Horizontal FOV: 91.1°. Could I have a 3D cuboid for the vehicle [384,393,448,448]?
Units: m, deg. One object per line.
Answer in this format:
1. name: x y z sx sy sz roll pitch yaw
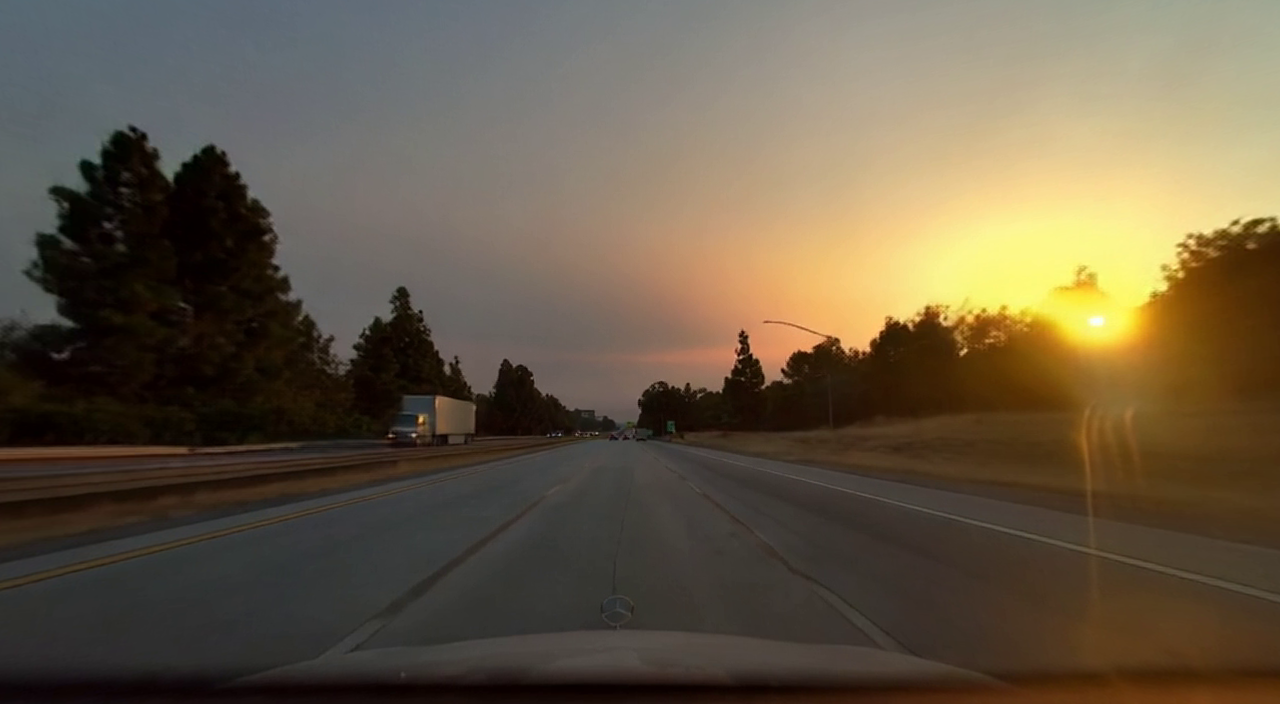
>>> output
1. vehicle: -17.215 5.379 48.774 2.945 3.994 5.608 1 -7 -2
